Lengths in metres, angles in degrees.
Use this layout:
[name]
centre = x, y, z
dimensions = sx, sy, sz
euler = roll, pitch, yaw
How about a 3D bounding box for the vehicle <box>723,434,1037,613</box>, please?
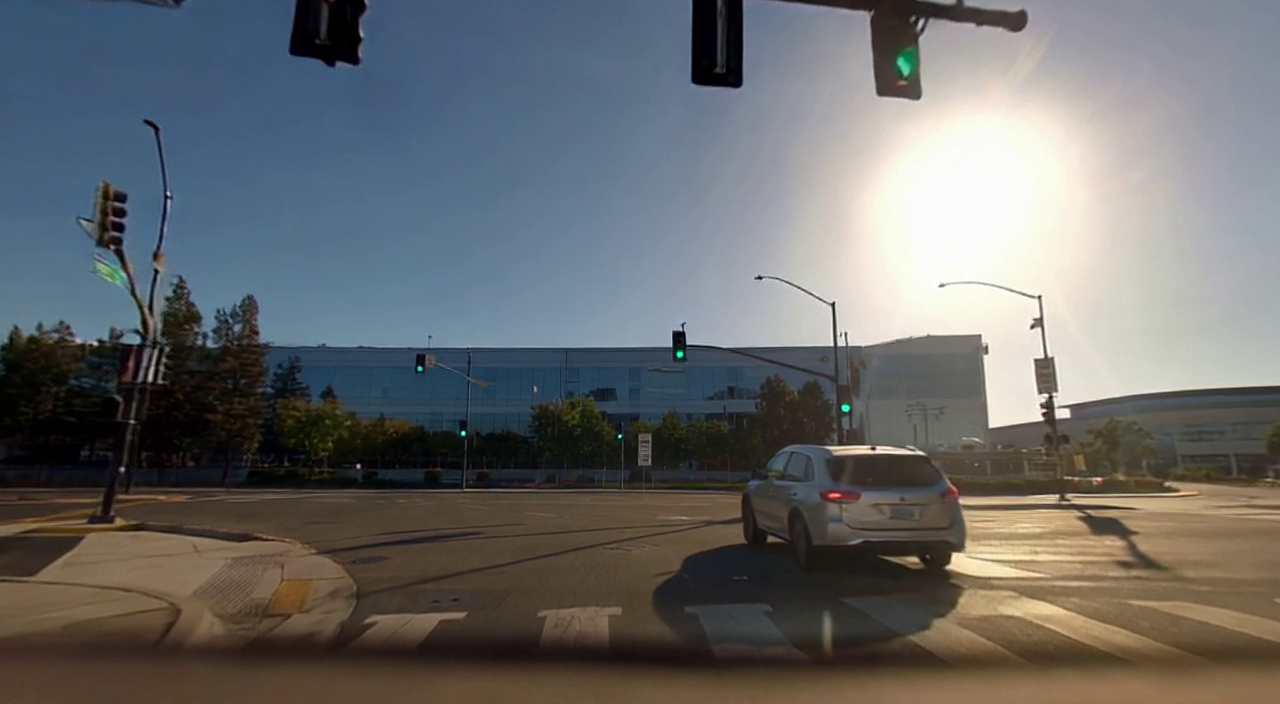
[vehicle]
centre = 2.603, 1.937, 8.171
dimensions = 1.938, 1.648, 4.211
euler = 1, -9, -8
